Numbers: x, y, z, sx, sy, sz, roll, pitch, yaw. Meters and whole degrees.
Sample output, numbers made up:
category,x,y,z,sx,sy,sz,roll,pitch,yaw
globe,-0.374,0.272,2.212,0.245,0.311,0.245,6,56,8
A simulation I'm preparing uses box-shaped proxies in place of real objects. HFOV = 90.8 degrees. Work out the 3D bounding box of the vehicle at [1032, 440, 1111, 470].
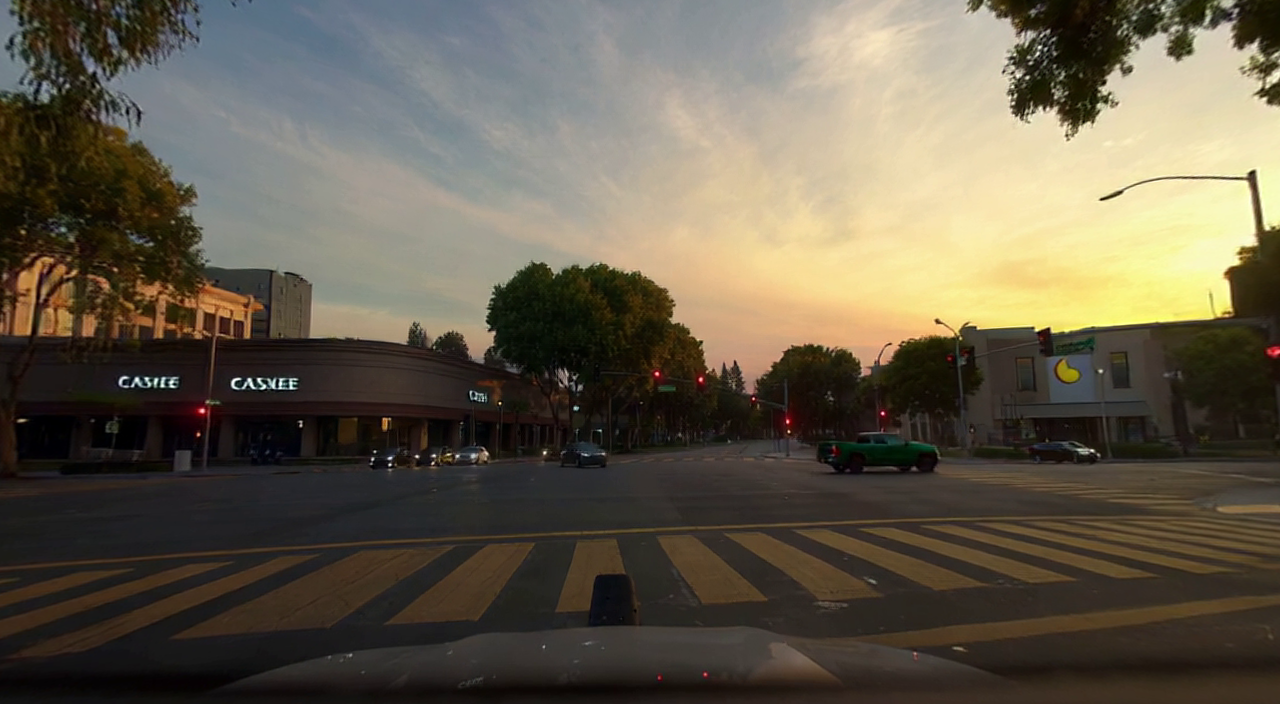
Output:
category,x,y,z,sx,sy,sz,roll,pitch,yaw
vehicle,26.365,6.266,38.558,4.541,1.731,2.007,5,-10,-28

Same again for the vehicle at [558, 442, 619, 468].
category,x,y,z,sx,sy,sz,roll,pitch,yaw
vehicle,-3.182,6.254,38.460,1.879,1.464,4.457,5,-10,-31

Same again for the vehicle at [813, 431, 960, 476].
category,x,y,z,sx,sy,sz,roll,pitch,yaw
vehicle,10.969,4.566,28.512,5.667,1.927,2.289,0,-9,3

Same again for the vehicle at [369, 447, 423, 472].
category,x,y,z,sx,sy,sz,roll,pitch,yaw
vehicle,-16.245,7.144,42.254,1.883,1.586,4.297,0,-9,0

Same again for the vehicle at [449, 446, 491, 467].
category,x,y,z,sx,sy,sz,roll,pitch,yaw
vehicle,-12.605,7.760,47.082,1.946,1.474,4.008,0,-9,0
